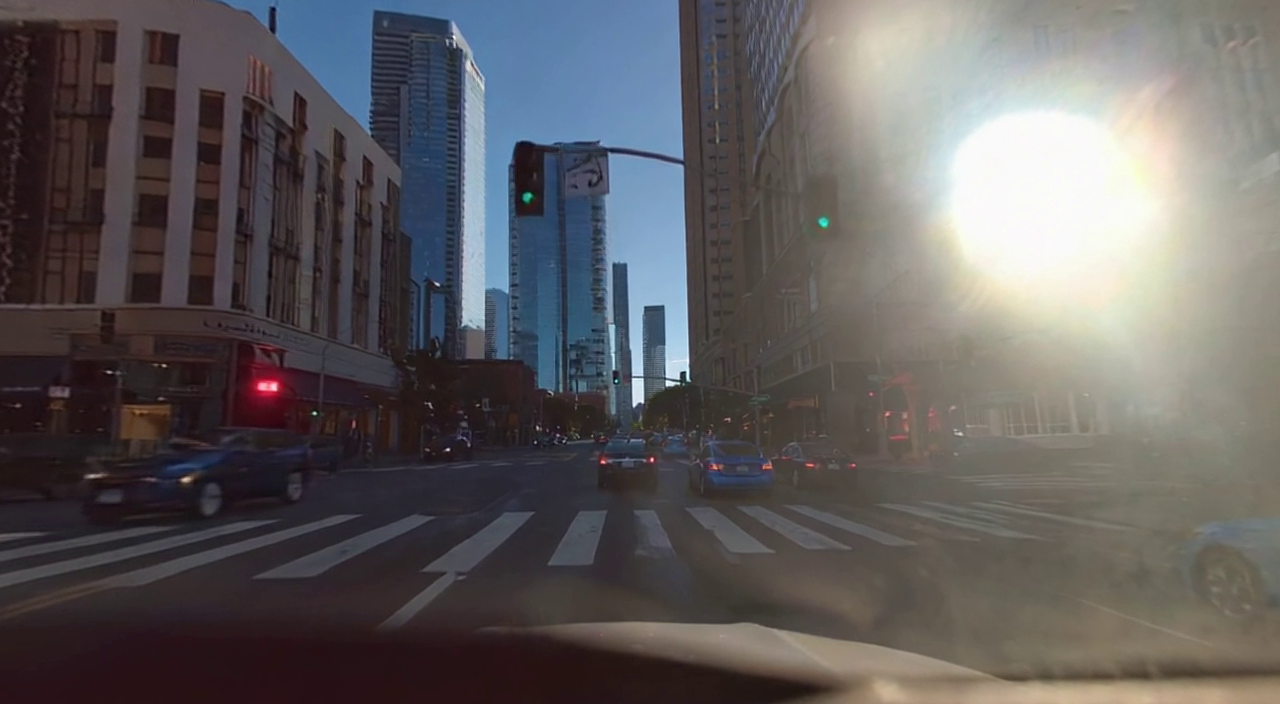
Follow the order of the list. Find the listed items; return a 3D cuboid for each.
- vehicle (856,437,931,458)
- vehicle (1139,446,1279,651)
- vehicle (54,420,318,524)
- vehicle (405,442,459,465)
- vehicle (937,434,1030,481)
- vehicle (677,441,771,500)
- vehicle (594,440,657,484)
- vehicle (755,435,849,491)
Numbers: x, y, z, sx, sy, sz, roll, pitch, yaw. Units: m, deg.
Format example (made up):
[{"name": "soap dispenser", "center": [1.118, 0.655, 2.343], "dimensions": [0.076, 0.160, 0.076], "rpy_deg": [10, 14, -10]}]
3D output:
[{"name": "vehicle", "center": [18.954, 7.136, 47.332], "dimensions": [4.862, 1.495, 1.956], "rpy_deg": [1, -9, -7]}, {"name": "vehicle", "center": [5.672, 1.273, 3.521], "dimensions": [1.914, 1.484, 4.639], "rpy_deg": [0, -9, -1]}, {"name": "vehicle", "center": [-9.316, 2.497, 13.684], "dimensions": [2.142, 1.817, 4.823], "rpy_deg": [0, -9, -1]}, {"name": "vehicle", "center": [-13.020, 6.385, 39.764], "dimensions": [1.939, 1.326, 4.340], "rpy_deg": [0, -9, 0]}, {"name": "vehicle", "center": [14.452, 4.373, 26.472], "dimensions": [4.640, 1.794, 2.008], "rpy_deg": [8, -12, -43]}, {"name": "vehicle", "center": [2.266, 3.337, 18.288], "dimensions": [1.987, 1.484, 4.427], "rpy_deg": [0, -9, -2]}, {"name": "vehicle", "center": [-0.524, 3.961, 23.032], "dimensions": [2.096, 1.457, 4.160], "rpy_deg": [0, -9, -1]}, {"name": "vehicle", "center": [5.512, 3.840, 22.177], "dimensions": [2.015, 1.745, 4.444], "rpy_deg": [0, -9, -2]}]
